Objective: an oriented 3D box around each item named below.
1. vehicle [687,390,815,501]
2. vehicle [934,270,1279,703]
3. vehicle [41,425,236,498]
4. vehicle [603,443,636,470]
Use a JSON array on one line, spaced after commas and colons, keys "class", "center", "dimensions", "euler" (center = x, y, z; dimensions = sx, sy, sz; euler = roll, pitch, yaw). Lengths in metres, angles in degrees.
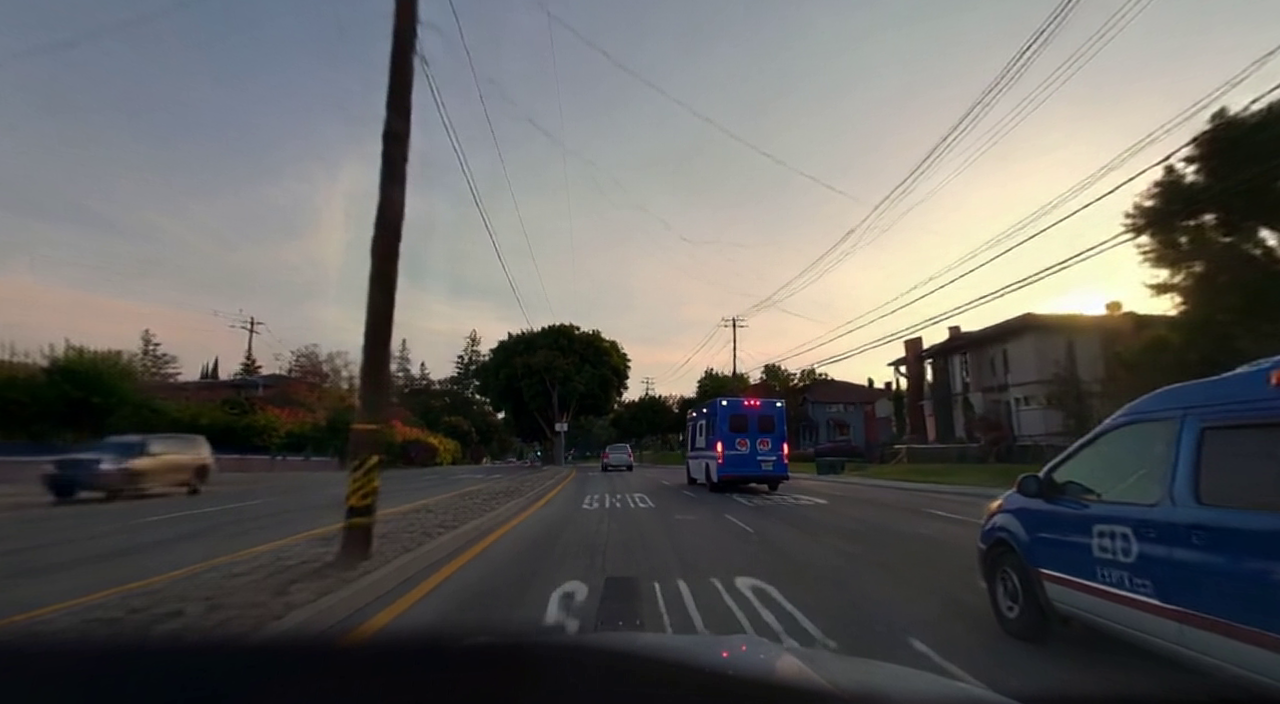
[{"class": "vehicle", "center": [2.946, 2.689, 18.420], "dimensions": [2.406, 2.687, 5.521], "euler": [0, -8, -3]}, {"class": "vehicle", "center": [3.419, 0.667, 2.316], "dimensions": [2.194, 1.922, 4.822], "euler": [0, -8, -2]}, {"class": "vehicle", "center": [-13.276, 2.903, 17.137], "dimensions": [1.909, 1.705, 4.126], "euler": [0, -8, -1]}, {"class": "vehicle", "center": [-1.444, 6.999, 42.735], "dimensions": [2.114, 1.707, 3.725], "euler": [0, -8, -4]}]
